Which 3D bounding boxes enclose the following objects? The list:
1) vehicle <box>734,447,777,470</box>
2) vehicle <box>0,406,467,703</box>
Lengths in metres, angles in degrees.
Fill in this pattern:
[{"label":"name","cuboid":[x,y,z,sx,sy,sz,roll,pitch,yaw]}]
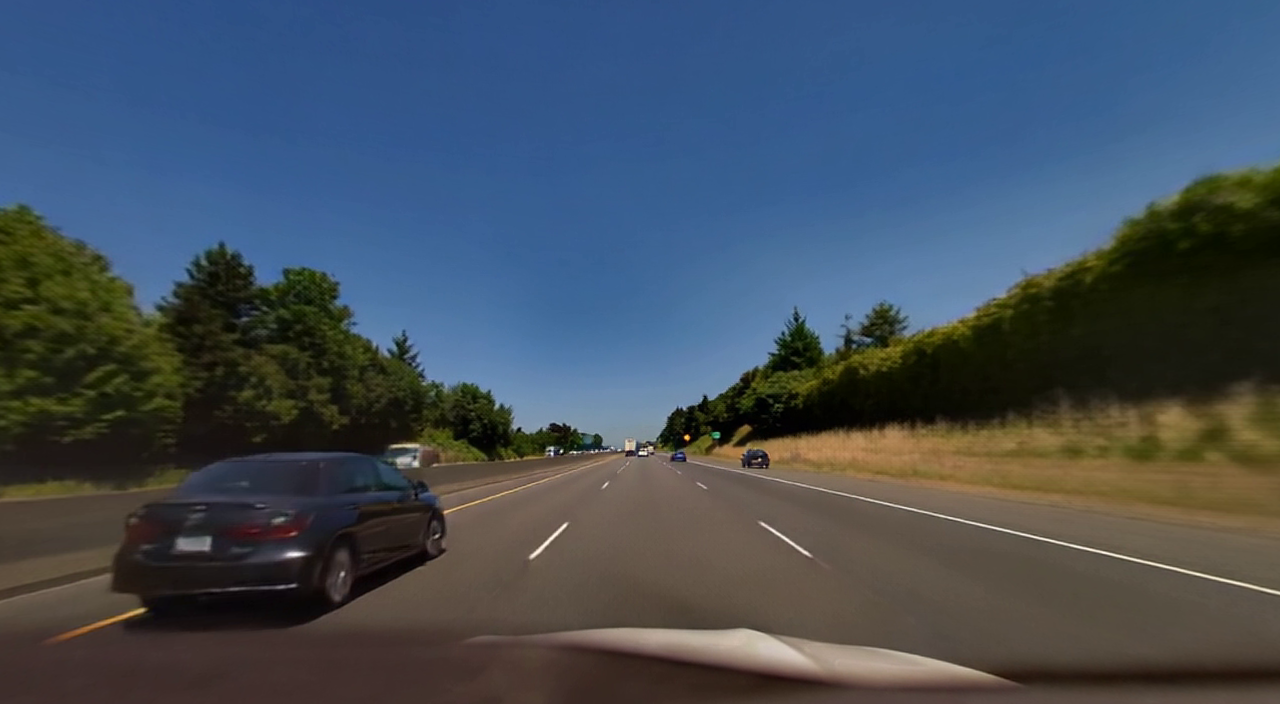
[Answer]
[{"label":"vehicle","cuboid":[7.798,7.231,42.909,1.943,1.493,4.507,0,-9,-1]},{"label":"vehicle","cuboid":[-3.221,1.393,5.427,2.191,1.563,4.318,0,-9,1]}]
